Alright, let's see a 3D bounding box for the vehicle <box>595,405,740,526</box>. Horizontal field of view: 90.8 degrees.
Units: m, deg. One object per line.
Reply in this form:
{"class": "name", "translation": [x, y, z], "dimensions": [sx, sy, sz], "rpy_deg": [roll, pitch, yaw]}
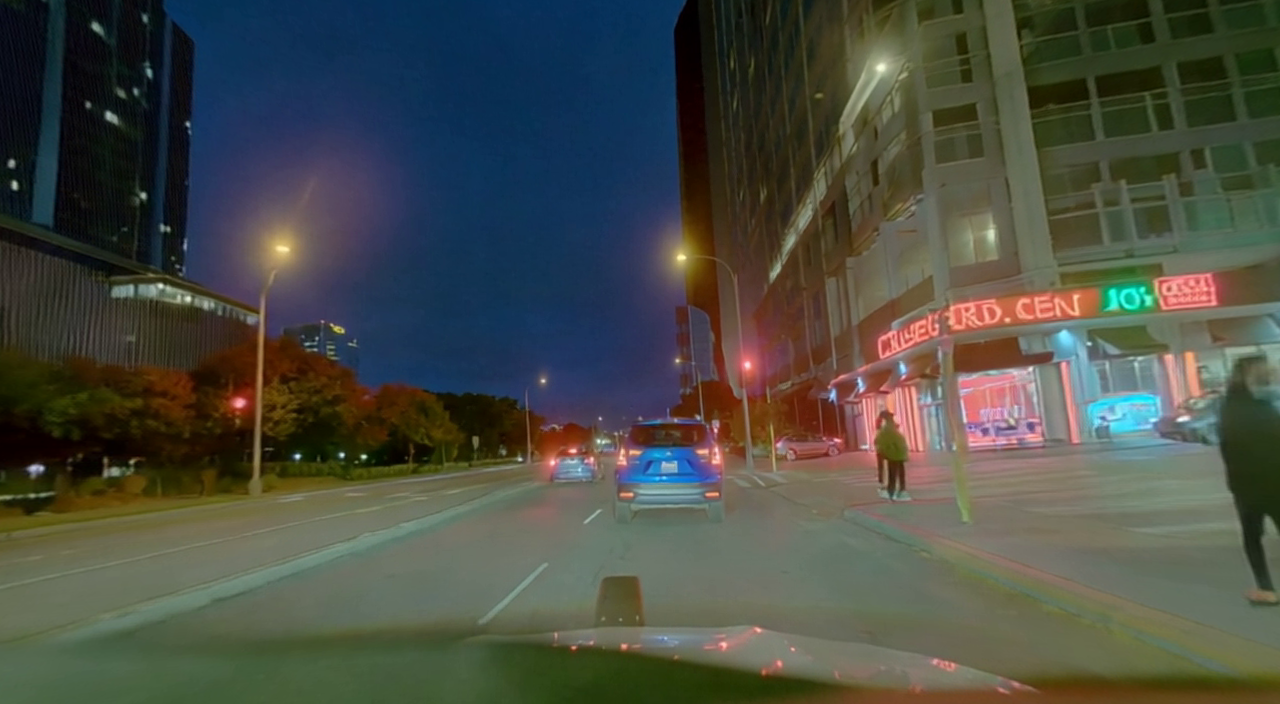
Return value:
{"class": "vehicle", "translation": [0.501, 2.204, 12.783], "dimensions": [2.352, 1.953, 4.796], "rpy_deg": [0, -8, 1]}

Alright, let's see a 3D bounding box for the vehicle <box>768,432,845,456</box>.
{"class": "vehicle", "translation": [10.568, 5.912, 40.423], "dimensions": [4.426, 1.490, 1.862], "rpy_deg": [0, -8, 3]}

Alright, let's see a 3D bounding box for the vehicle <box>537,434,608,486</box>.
{"class": "vehicle", "translation": [-2.372, 3.925, 23.279], "dimensions": [2.023, 1.702, 4.152], "rpy_deg": [0, -8, 2]}

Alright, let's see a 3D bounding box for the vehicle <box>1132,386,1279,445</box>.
{"class": "vehicle", "translation": [17.125, 1.837, 17.978], "dimensions": [4.474, 1.583, 1.970], "rpy_deg": [0, -8, 3]}
